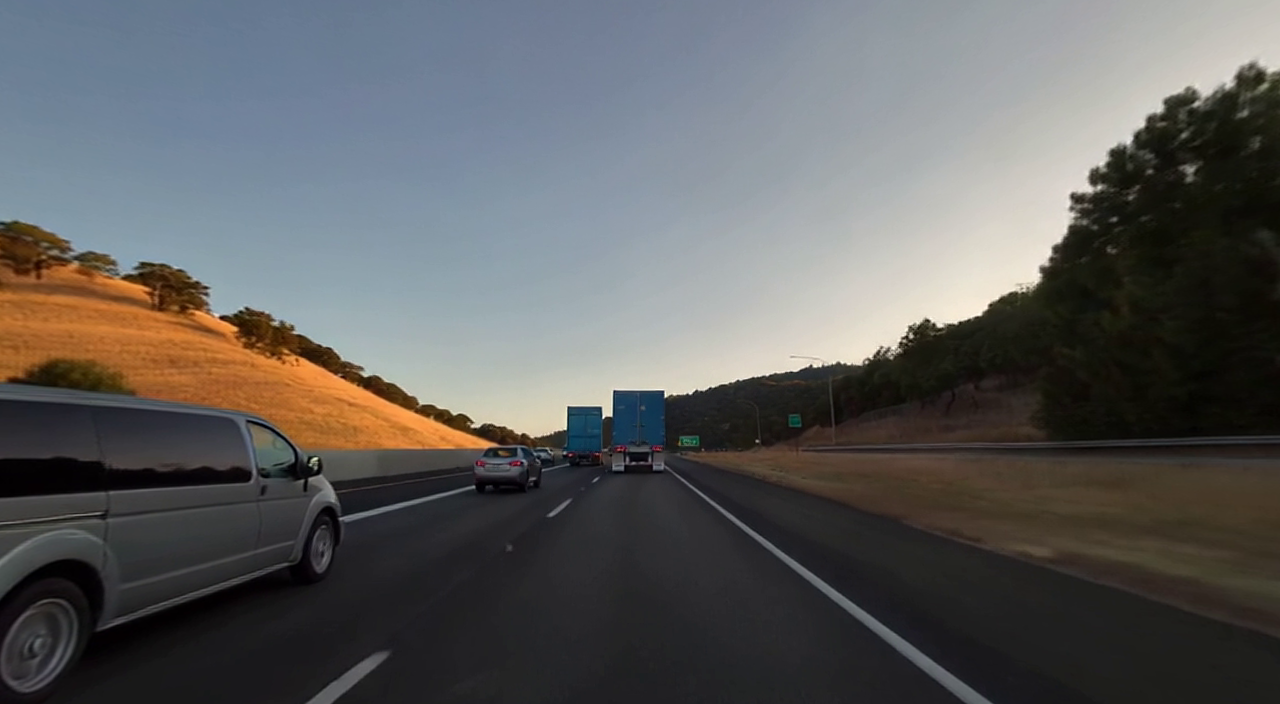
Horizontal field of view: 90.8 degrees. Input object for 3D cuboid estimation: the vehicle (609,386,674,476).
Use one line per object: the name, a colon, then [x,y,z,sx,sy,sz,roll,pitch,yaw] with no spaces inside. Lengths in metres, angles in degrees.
vehicle: [0.233,4.315,33.712,2.913,3.988,10.874,0,-8,2]

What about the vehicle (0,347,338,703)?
vehicle: [-4.134,0.993,3.828,2.136,1.779,4.875,0,-8,0]

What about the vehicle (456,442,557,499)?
vehicle: [-3.712,3.355,18.400,1.950,1.446,4.224,0,-8,1]
